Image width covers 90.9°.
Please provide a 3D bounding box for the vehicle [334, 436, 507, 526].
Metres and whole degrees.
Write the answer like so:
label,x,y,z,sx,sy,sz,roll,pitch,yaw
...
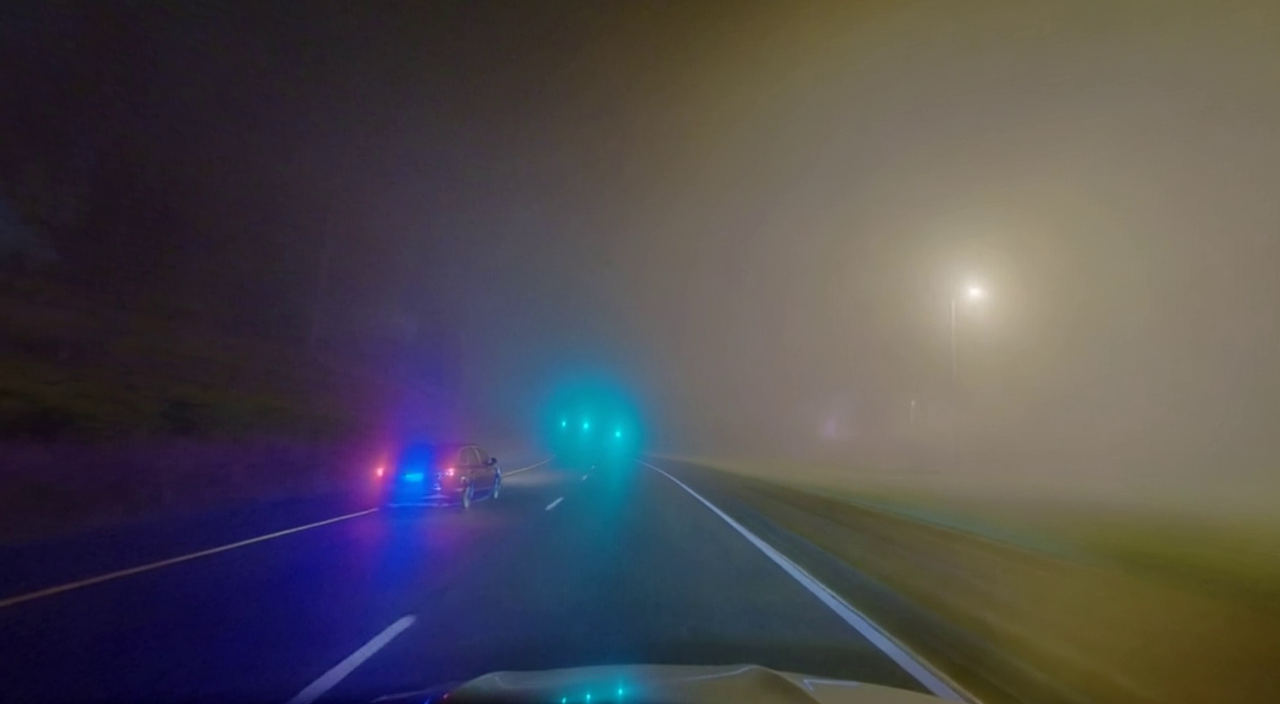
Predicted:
label,x,y,z,sx,sy,sz,roll,pitch,yaw
vehicle,-4.202,2.530,12.975,1.968,1.503,4.443,0,-8,0
